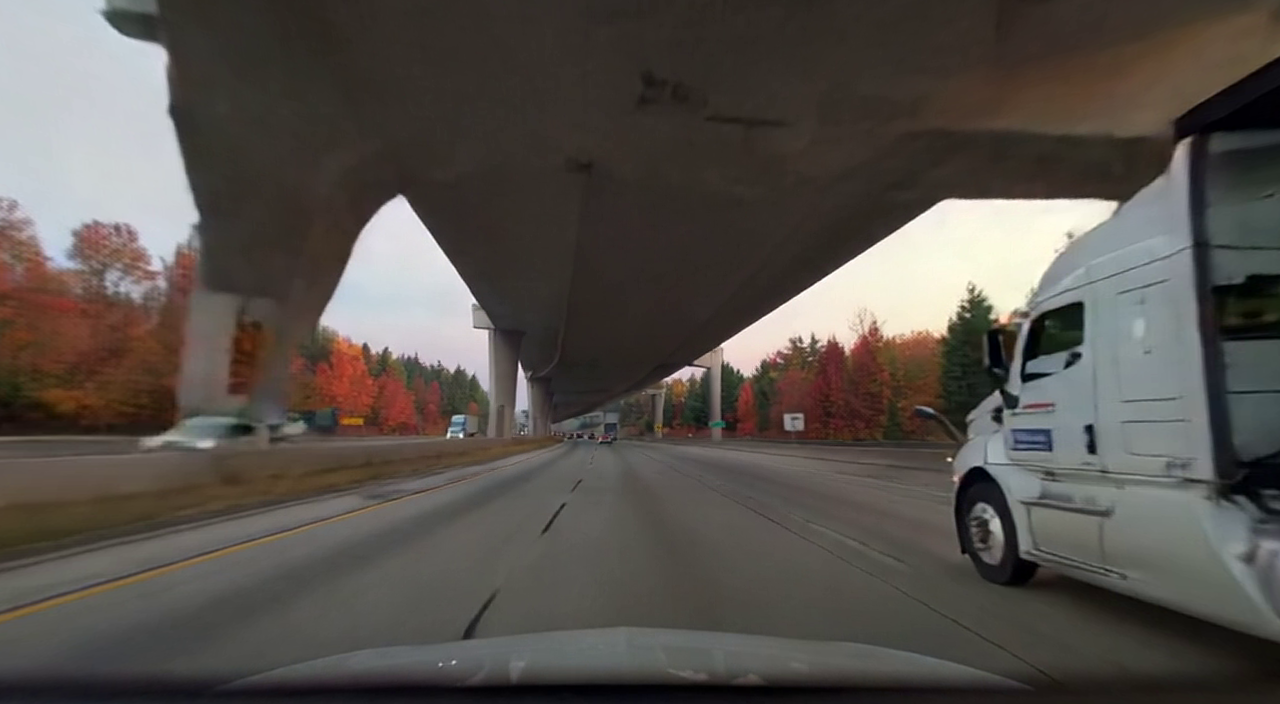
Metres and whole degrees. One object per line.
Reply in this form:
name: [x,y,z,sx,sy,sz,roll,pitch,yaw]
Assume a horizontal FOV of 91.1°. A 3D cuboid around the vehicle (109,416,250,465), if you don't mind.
vehicle: [-16.977,3.296,23.519,1.921,1.646,4.593,0,-8,-2]
